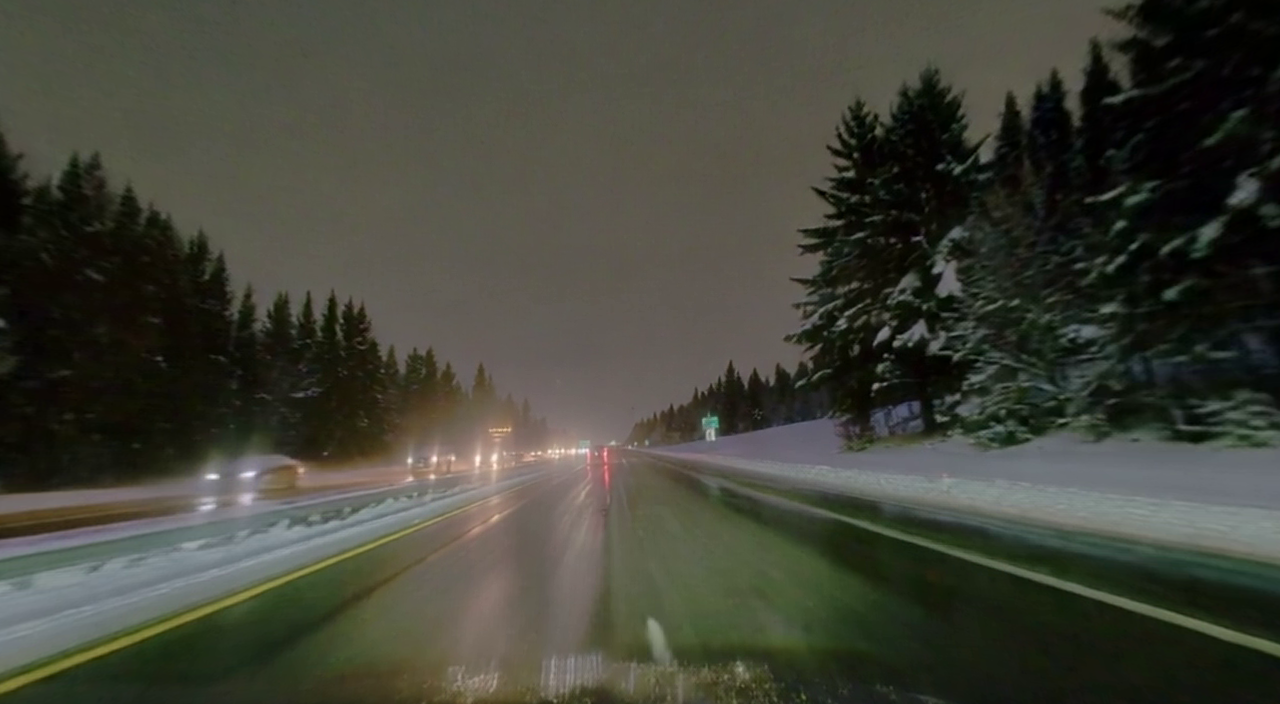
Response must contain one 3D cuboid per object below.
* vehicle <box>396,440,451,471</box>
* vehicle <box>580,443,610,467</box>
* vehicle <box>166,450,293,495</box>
[{"bbox_3d":[-15.786,7.570,46.018,2.209,2.067,5.308,0,-9,-2],"label":"vehicle"},{"bbox_3d":[-3.315,7.616,46.622,2.098,1.692,4.038,0,-9,-2],"label":"vehicle"},{"bbox_3d":[-15.050,4.404,23.325,1.849,1.497,4.415,0,-9,-2],"label":"vehicle"}]
